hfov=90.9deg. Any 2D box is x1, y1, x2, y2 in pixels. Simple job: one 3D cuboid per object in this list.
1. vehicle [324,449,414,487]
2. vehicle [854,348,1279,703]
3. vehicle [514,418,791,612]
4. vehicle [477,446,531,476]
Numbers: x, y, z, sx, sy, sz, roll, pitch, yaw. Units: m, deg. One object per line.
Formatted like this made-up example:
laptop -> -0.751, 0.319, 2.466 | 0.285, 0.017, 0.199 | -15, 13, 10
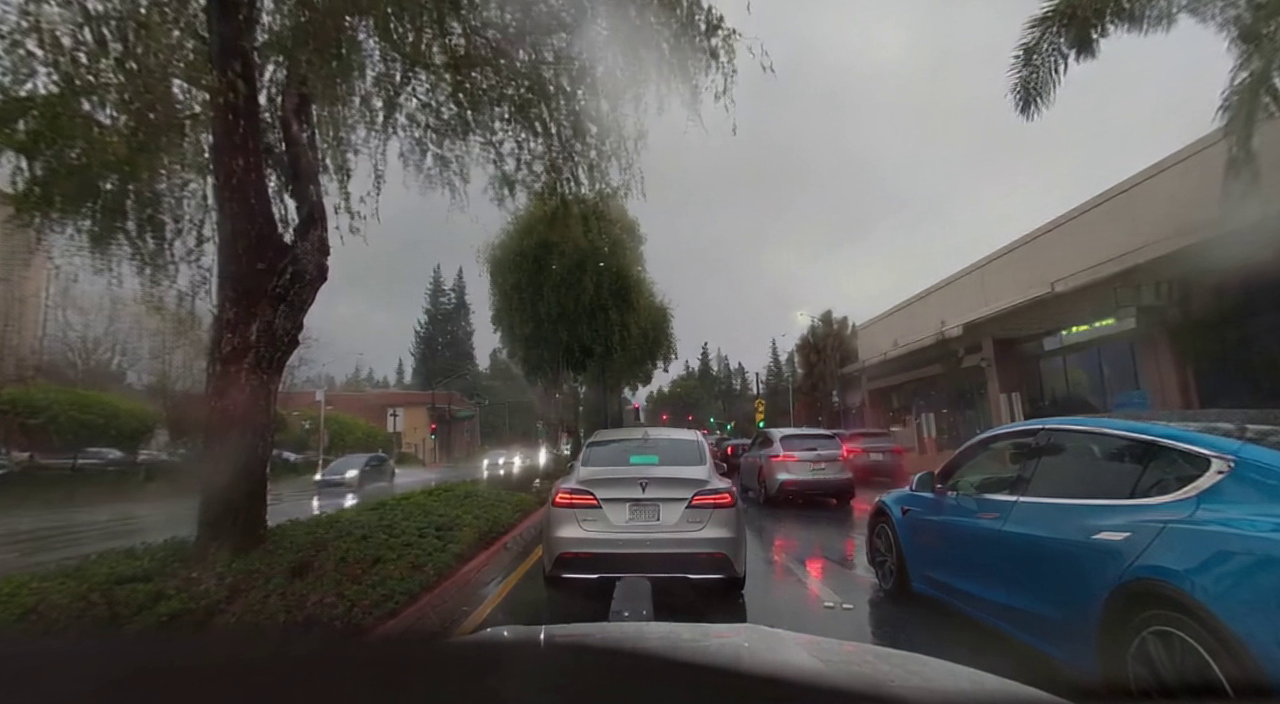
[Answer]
vehicle -> -11.745, 5.010, 27.658 | 1.892, 1.479, 4.355 | 0, -8, 2
vehicle -> 3.188, 1.101, 4.061 | 2.038, 1.651, 4.455 | 0, -8, 0
vehicle -> 0.105, 1.560, 6.926 | 2.137, 1.488, 3.938 | 0, -8, 0
vehicle -> -7.510, 6.040, 35.184 | 1.979, 1.490, 4.225 | 0, -8, 1
